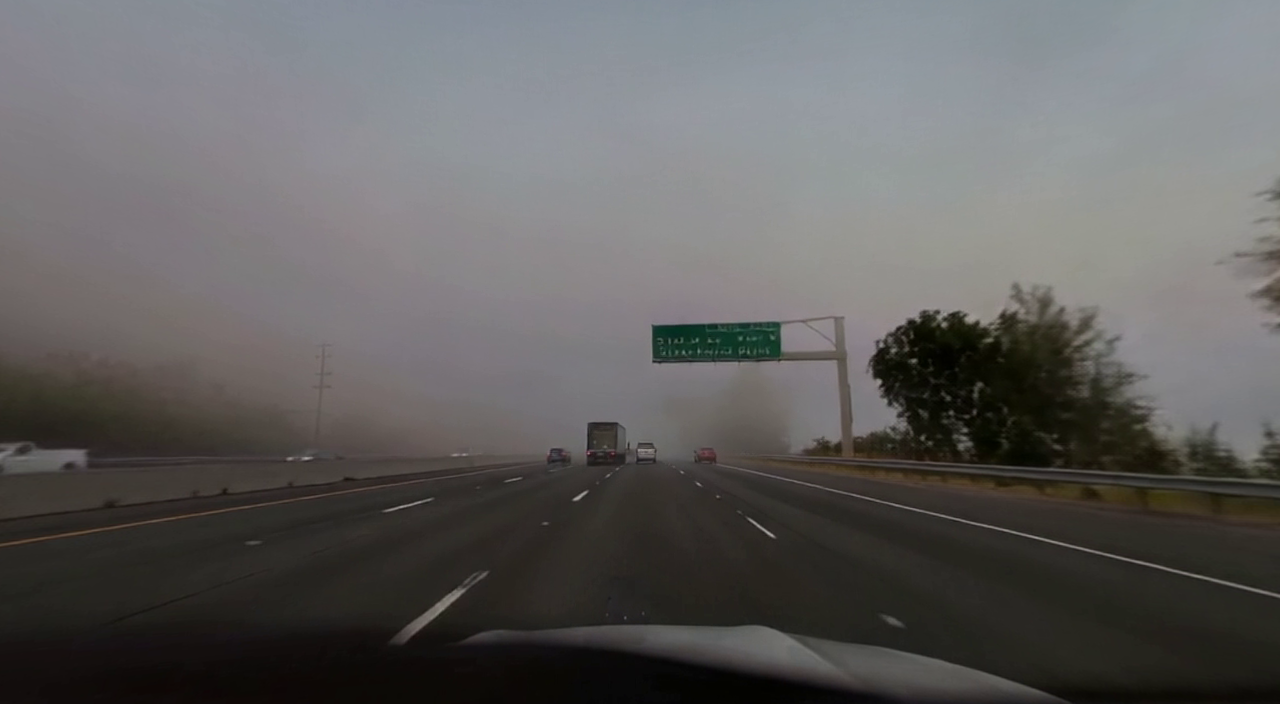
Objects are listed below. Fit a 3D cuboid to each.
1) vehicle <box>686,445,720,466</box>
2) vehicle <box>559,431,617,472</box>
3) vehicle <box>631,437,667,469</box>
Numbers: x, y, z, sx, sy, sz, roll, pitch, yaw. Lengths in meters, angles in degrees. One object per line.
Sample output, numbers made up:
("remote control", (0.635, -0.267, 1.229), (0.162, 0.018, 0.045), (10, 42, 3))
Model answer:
("vehicle", (4.616, 7.695, 47.008), (1.993, 1.474, 4.230), (0, -8, -1))
("vehicle", (-3.383, 7.062, 45.545), (2.854, 2.379, 16.653), (-1, -8, 0))
("vehicle", (0.606, 6.932, 43.302), (2.309, 2.023, 5.130), (0, -8, 0))
